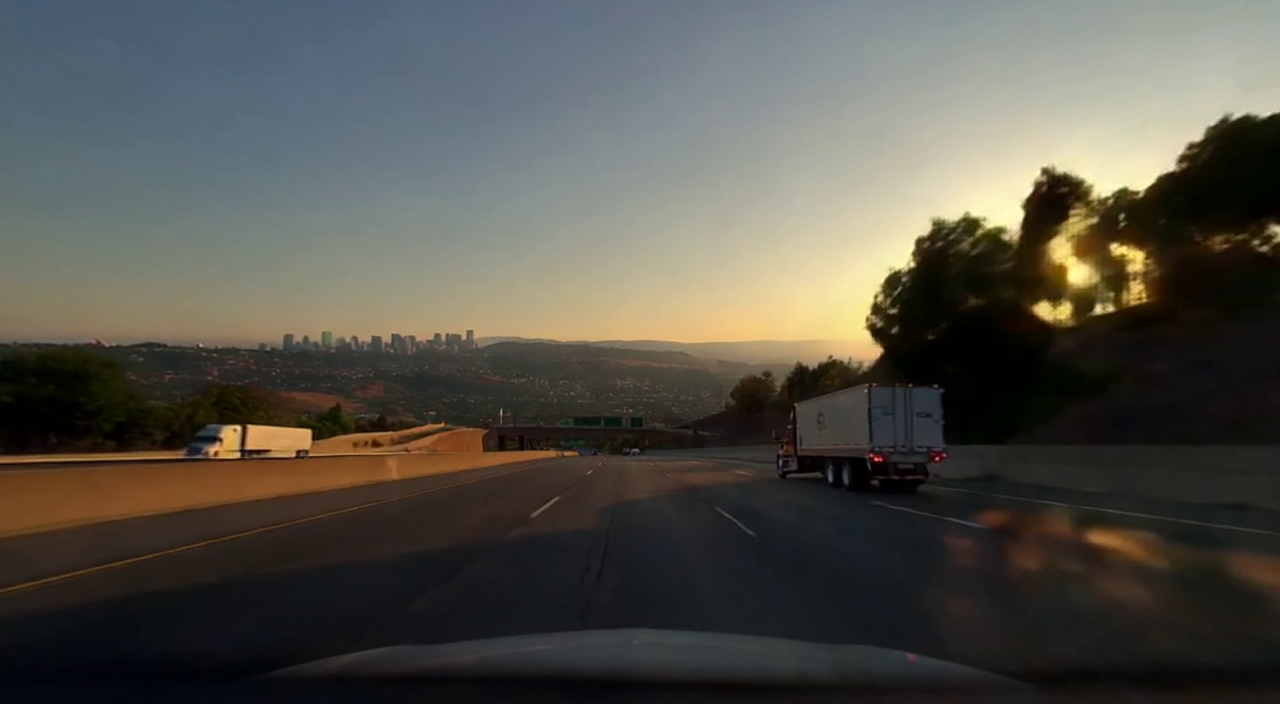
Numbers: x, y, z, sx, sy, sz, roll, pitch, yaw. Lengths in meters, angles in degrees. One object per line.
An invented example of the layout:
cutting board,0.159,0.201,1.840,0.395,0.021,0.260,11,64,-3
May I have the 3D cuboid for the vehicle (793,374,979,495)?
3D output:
vehicle,7.003,2.607,19.419,2.627,3.011,7.287,0,-9,-1
